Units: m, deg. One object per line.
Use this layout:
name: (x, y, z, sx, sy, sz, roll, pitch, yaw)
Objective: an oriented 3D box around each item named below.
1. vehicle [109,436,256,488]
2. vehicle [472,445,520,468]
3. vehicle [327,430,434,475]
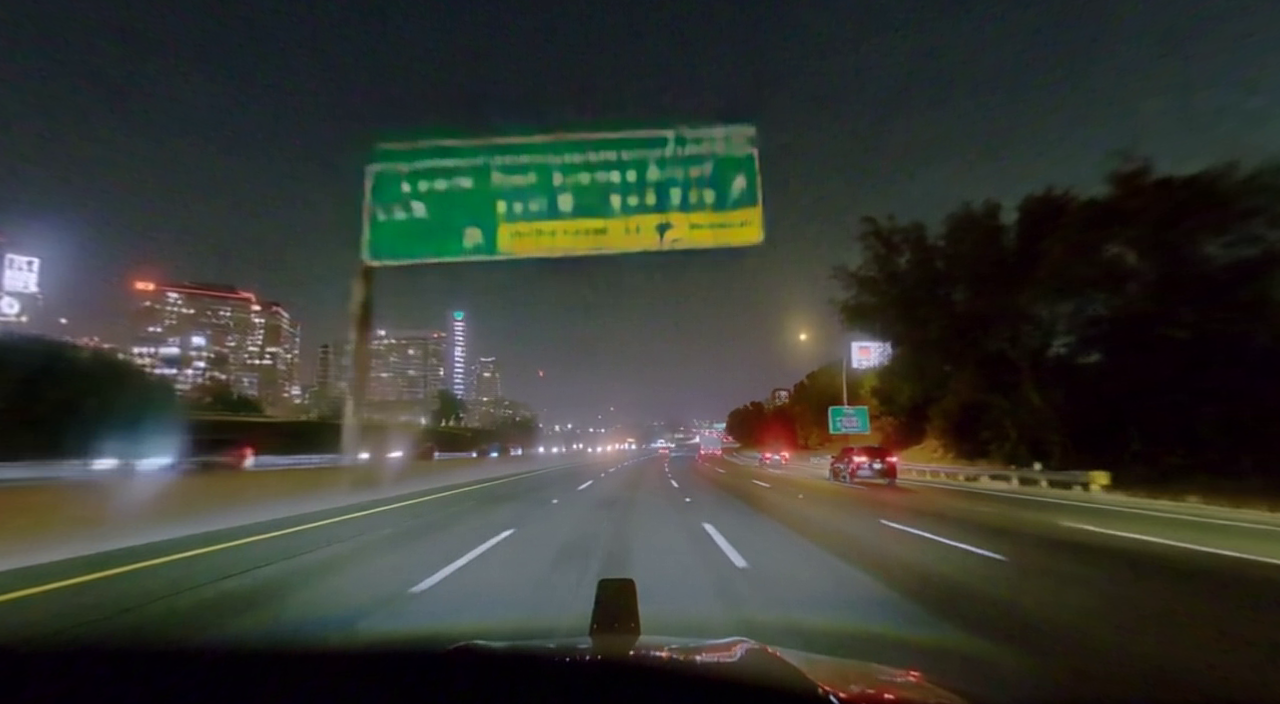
vehicle: (-15.664, 3.776, 21.985, 1.867, 1.588, 4.237, 0, -8, 1)
vehicle: (-10.026, 7.304, 44.470, 1.958, 1.477, 4.713, -1, -8, 4)
vehicle: (-12.286, 4.844, 30.530, 2.513, 1.935, 5.871, -1, -8, 2)
